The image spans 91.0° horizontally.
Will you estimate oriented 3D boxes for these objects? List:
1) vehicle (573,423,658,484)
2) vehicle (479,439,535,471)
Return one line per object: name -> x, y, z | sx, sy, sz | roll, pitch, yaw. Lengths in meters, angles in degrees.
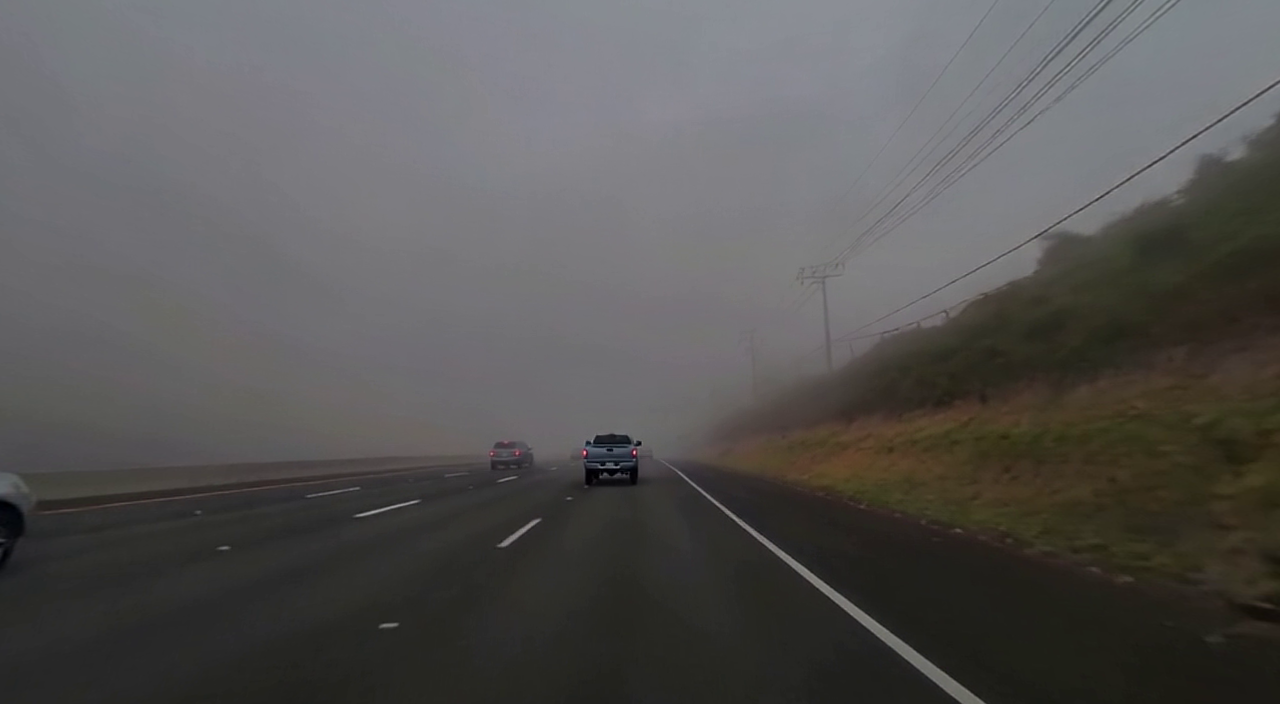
vehicle -> -0.833, 4.022, 25.206 | 2.972, 2.087, 6.126 | 0, -9, 0
vehicle -> -7.176, 5.607, 34.384 | 2.055, 1.618, 4.457 | 0, -9, 1
